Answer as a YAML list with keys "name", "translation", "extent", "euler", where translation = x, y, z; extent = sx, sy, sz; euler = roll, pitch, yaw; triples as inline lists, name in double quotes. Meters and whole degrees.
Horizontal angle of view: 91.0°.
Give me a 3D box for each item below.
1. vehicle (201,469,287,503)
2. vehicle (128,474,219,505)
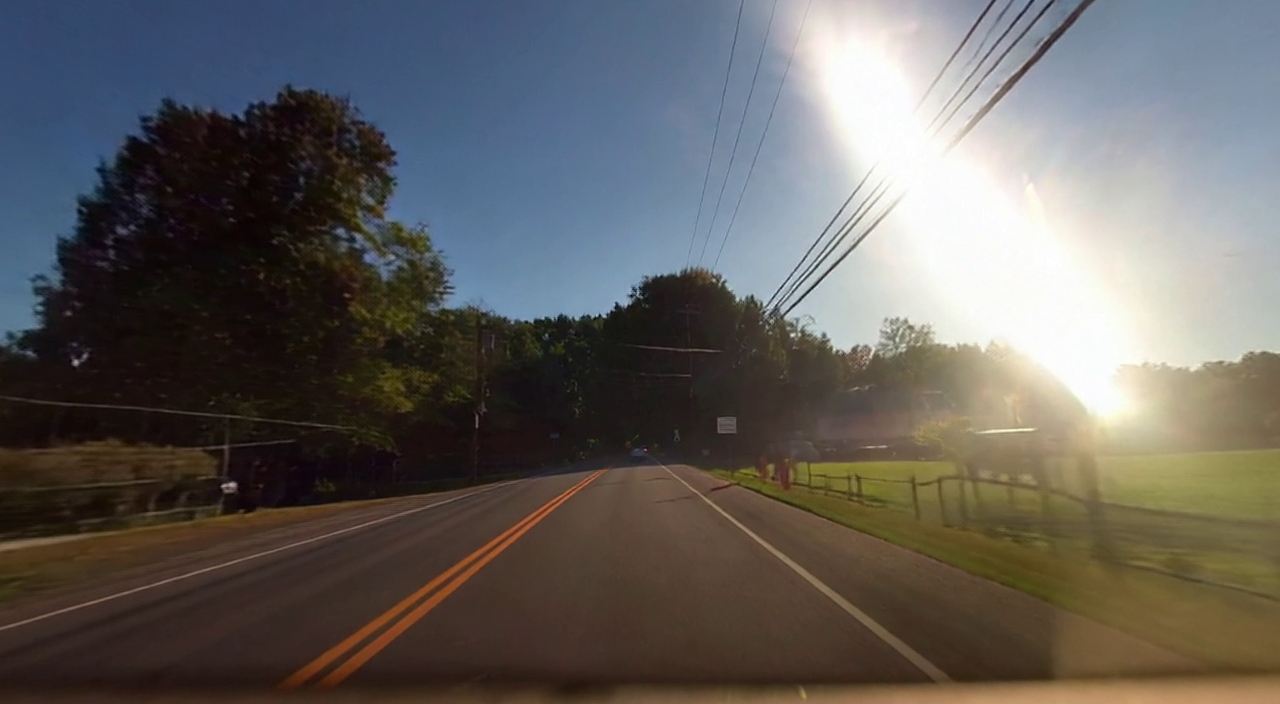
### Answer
- name: "vehicle"
  translation: [-27.891, 9.449, 44.383]
  extent: [4.729, 1.830, 2.178]
  euler: [-5, -8, 3]
- name: "vehicle"
  translation: [-31.118, 9.169, 42.063]
  extent: [4.468, 1.848, 2.034]
  euler: [-1, -8, 2]
